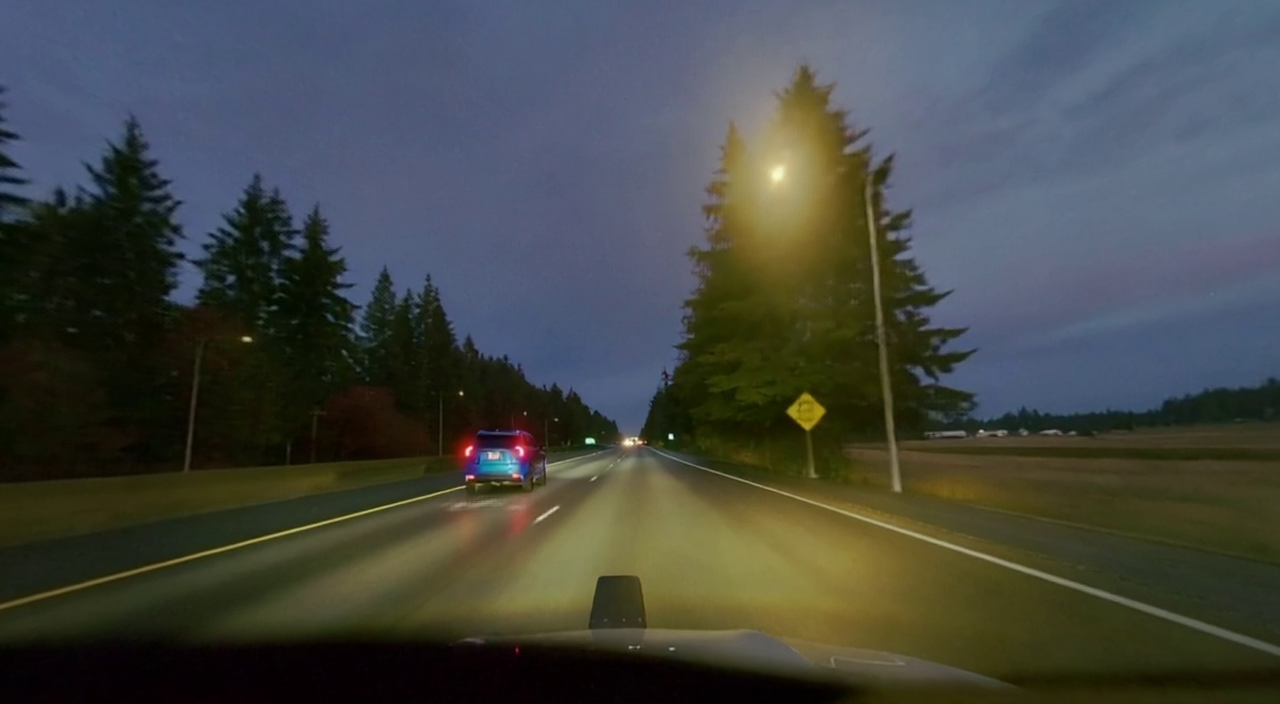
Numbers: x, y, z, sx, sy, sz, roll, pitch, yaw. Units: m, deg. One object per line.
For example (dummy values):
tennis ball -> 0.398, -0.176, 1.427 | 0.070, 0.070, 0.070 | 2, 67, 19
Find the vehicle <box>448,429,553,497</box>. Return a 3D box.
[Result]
vehicle -> -3.954, 3.241, 18.778 | 2.084, 1.752, 4.479 | 0, -8, 0
